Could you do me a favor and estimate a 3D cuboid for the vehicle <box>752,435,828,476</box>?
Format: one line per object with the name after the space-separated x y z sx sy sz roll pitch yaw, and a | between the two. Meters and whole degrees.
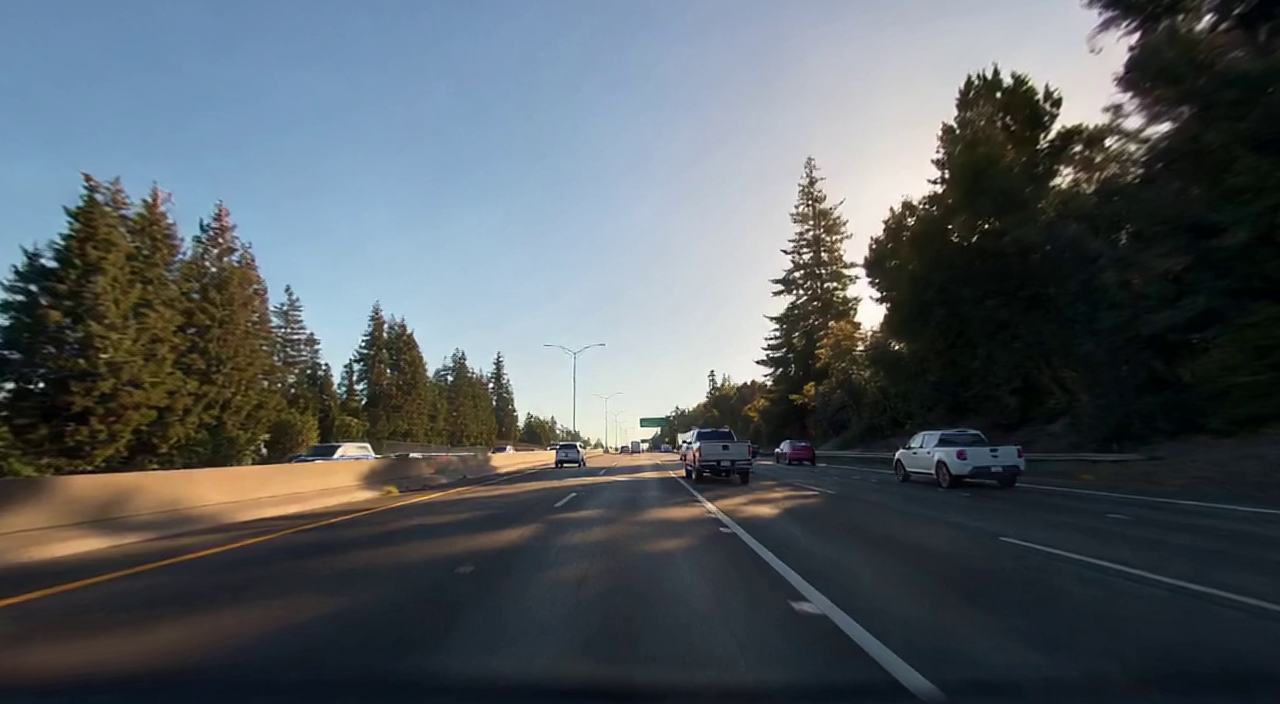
6.552 4.566 28.161 2.105 1.655 4.652 0 -8 -1 | vehicle

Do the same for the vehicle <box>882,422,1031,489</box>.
9.954 3.299 20.476 2.046 1.873 5.131 0 -8 -1 | vehicle

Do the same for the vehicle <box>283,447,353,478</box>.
-15.562 5.345 30.727 1.642 1.358 3.384 -1 -8 -1 | vehicle

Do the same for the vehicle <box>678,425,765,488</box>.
2.639 3.584 21.938 2.200 1.870 5.649 0 -8 -1 | vehicle

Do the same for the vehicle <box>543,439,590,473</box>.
-3.813 5.476 33.441 1.992 1.651 4.185 0 -8 0 | vehicle
